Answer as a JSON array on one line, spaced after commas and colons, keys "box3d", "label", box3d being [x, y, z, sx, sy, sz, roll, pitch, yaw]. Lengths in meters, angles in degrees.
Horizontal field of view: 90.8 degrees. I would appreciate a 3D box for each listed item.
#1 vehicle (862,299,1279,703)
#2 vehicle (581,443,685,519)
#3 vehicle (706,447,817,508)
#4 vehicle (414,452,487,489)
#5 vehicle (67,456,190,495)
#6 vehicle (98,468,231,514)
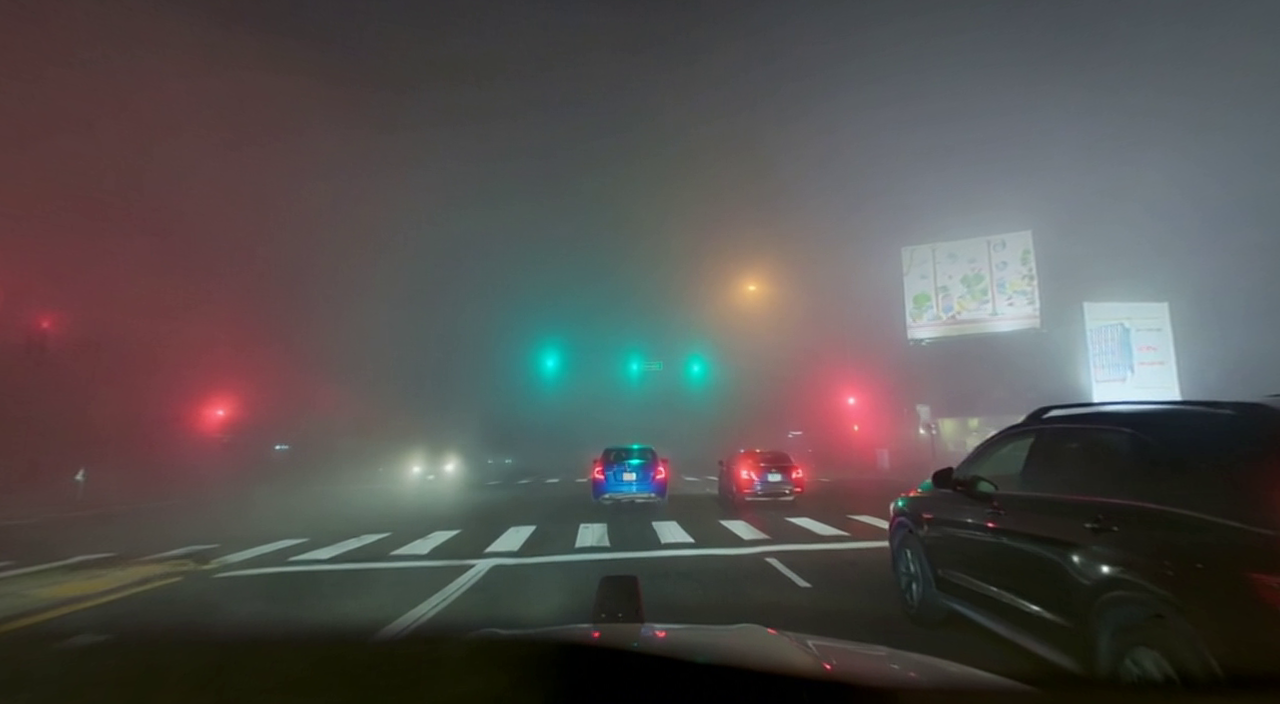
[{"box3d": [2.980, 0.926, 3.224, 2.047, 1.785, 4.357, 0, -8, -1], "label": "vehicle"}, {"box3d": [-0.192, 2.895, 14.704, 2.095, 1.502, 3.873, 0, -8, -2], "label": "vehicle"}, {"box3d": [3.138, 3.328, 17.296, 2.009, 1.414, 4.416, 0, -8, -2], "label": "vehicle"}, {"box3d": [-8.684, 5.438, 29.332, 1.879, 1.510, 4.619, 0, -8, 1], "label": "vehicle"}, {"box3d": [-27.618, 6.659, 34.418, 2.300, 1.932, 5.056, 0, -9, 2], "label": "vehicle"}, {"box3d": [-19.181, 5.594, 25.798, 1.942, 1.453, 4.448, 0, -8, 0], "label": "vehicle"}]
